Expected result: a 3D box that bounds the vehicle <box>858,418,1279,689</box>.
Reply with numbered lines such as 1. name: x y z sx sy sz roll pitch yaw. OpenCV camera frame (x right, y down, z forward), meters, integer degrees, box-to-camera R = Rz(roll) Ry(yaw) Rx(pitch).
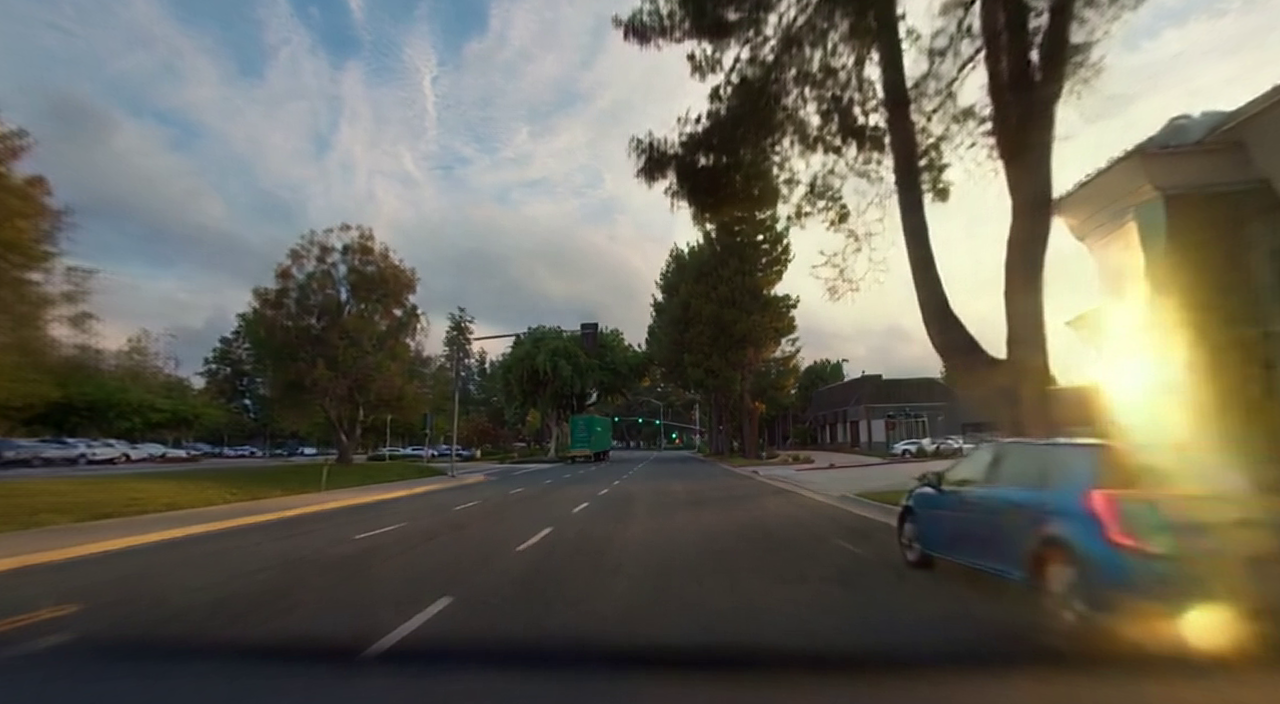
1. vehicle: 3.830 1.465 5.809 2.098 1.509 4.389 0 -9 1
